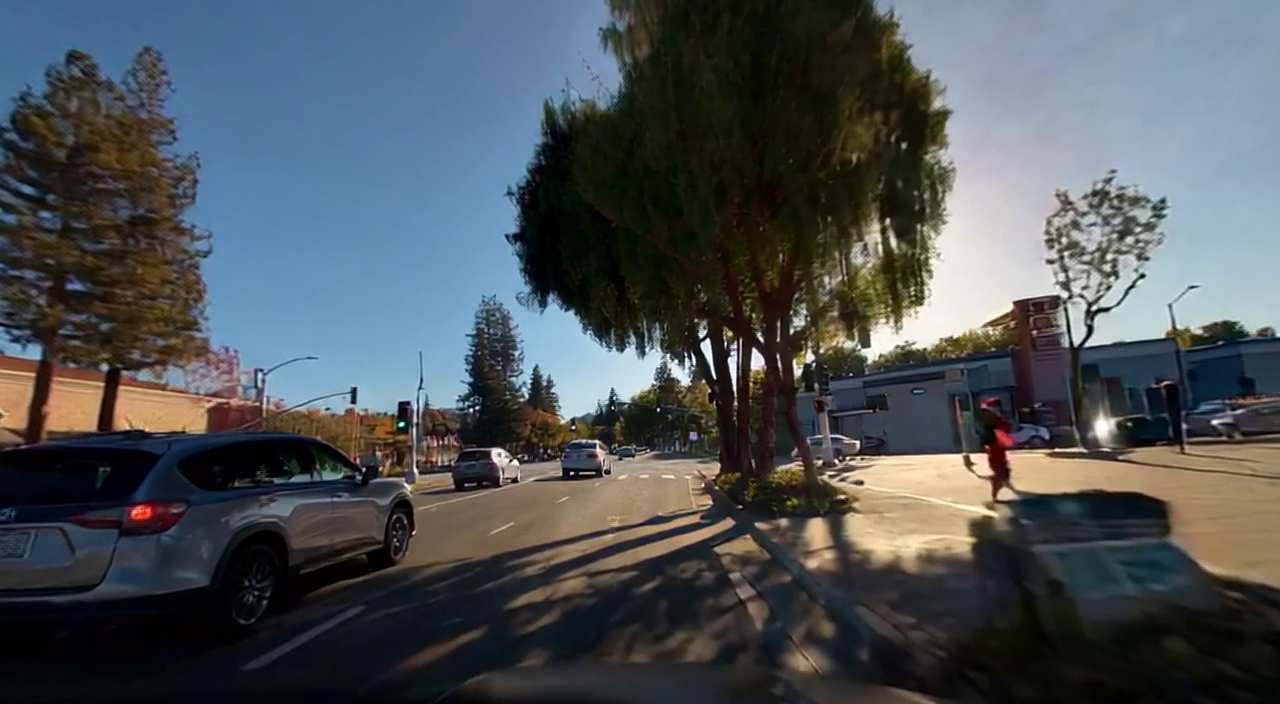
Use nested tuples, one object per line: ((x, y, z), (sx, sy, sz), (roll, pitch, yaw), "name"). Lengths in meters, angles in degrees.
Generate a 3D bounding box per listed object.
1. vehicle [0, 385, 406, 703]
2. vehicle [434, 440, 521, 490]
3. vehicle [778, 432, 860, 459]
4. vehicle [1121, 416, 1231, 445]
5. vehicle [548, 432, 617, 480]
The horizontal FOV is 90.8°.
((-3.751, 1.295, 5.062), (2.002, 1.664, 4.113), (0, -8, 3), "vehicle")
((-6.706, 4.690, 26.617), (2.160, 1.779, 4.549), (-4, -9, 4), "vehicle")
((12.196, 6.377, 43.202), (4.916, 1.746, 2.077), (-6, -10, 35), "vehicle")
((32.593, 4.838, 38.642), (4.852, 1.680, 1.997), (-6, -10, 35), "vehicle")
((-2.386, 4.541, 27.487), (2.167, 1.832, 4.679), (-2, -10, 5), "vehicle")
